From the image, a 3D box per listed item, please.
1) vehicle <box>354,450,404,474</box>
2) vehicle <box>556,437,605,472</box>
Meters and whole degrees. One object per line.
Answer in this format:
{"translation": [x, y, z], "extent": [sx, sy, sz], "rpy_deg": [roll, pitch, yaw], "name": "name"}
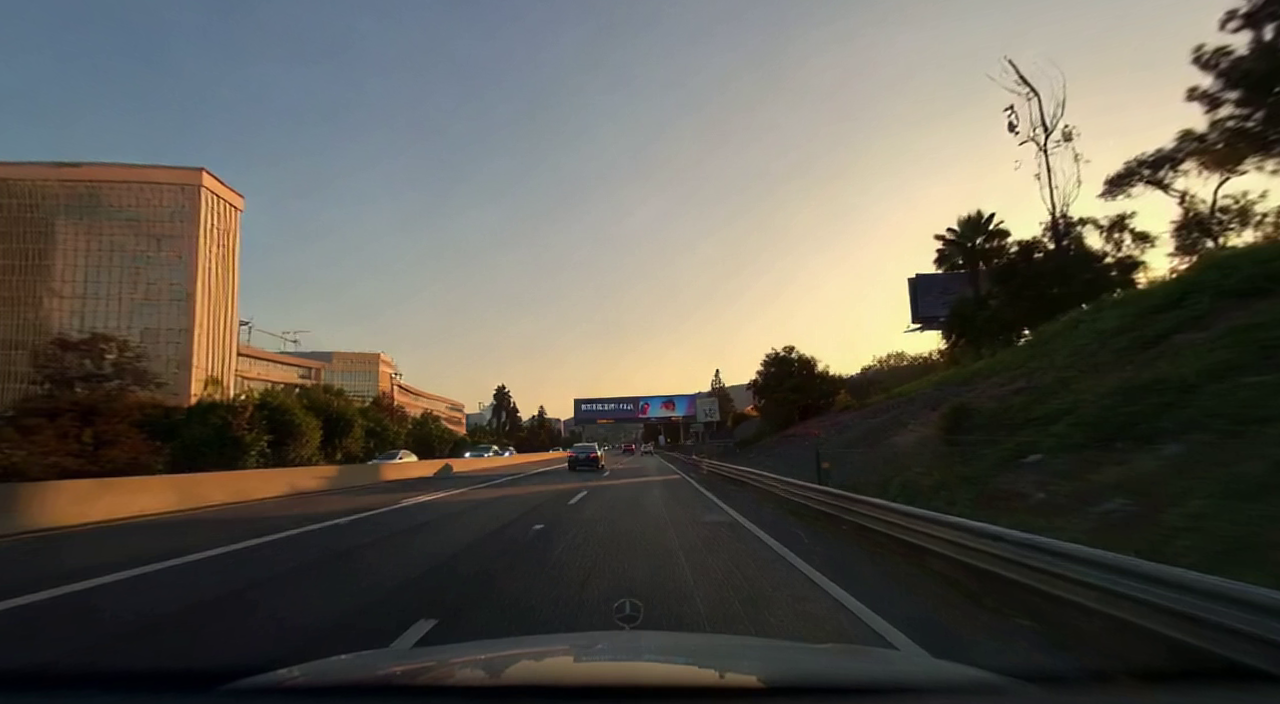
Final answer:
{"translation": [-17.158, 7.205, 41.665], "extent": [1.722, 1.461, 3.636], "rpy_deg": [-1, -8, 1], "name": "vehicle"}
{"translation": [-3.272, 5.771, 35.688], "extent": [2.159, 1.793, 5.027], "rpy_deg": [-1, -8, 1], "name": "vehicle"}
